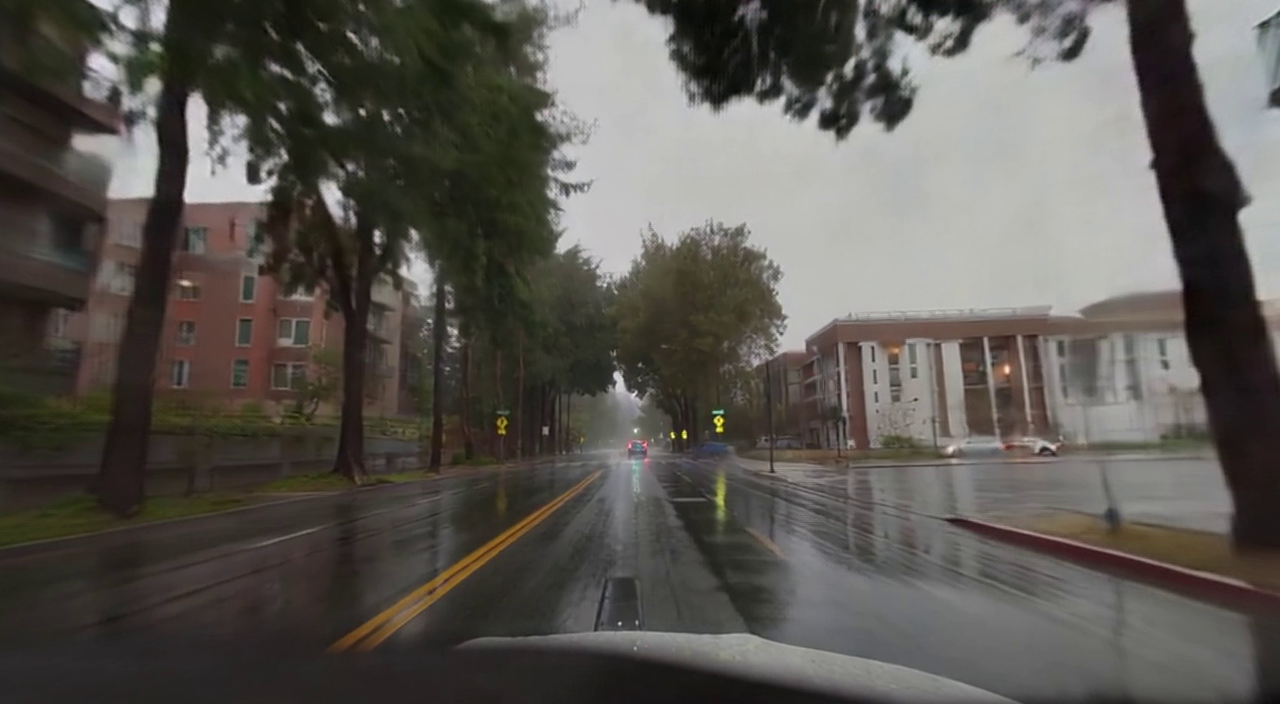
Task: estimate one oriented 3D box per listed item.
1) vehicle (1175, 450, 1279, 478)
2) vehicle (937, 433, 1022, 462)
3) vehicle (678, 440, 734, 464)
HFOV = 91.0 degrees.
[{"bbox_3d":[33.328,6.322,35.572,4.305,1.464,1.875,0,-8,1],"label":"vehicle"},{"bbox_3d":[23.941,6.766,44.535,4.676,1.775,2.085,-2,-9,2],"label":"vehicle"},{"bbox_3d":[4.818,7.381,46.518,1.981,1.703,3.691,8,-12,-43],"label":"vehicle"}]
